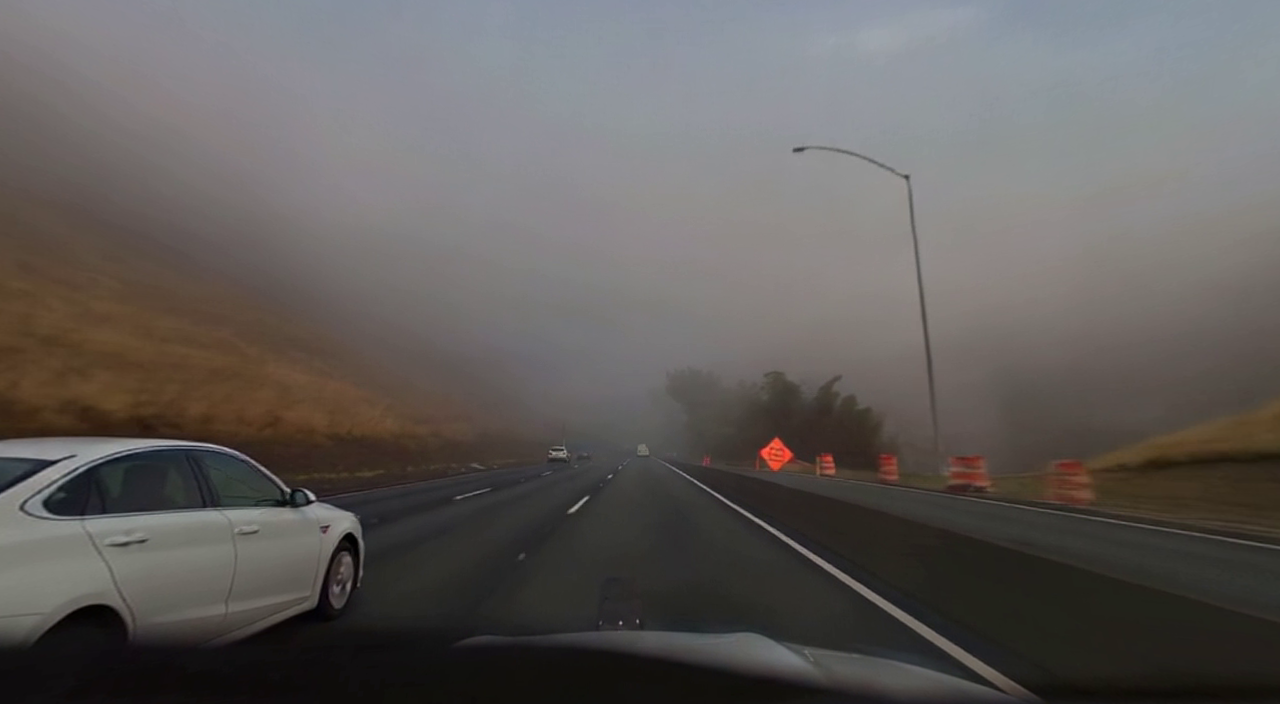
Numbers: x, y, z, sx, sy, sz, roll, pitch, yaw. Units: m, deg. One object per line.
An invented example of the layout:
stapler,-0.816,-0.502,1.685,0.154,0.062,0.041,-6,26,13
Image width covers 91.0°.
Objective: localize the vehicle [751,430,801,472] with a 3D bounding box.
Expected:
vehicle,10.220,7.512,47.986,2.522,2.907,5.675,-3,-8,1
